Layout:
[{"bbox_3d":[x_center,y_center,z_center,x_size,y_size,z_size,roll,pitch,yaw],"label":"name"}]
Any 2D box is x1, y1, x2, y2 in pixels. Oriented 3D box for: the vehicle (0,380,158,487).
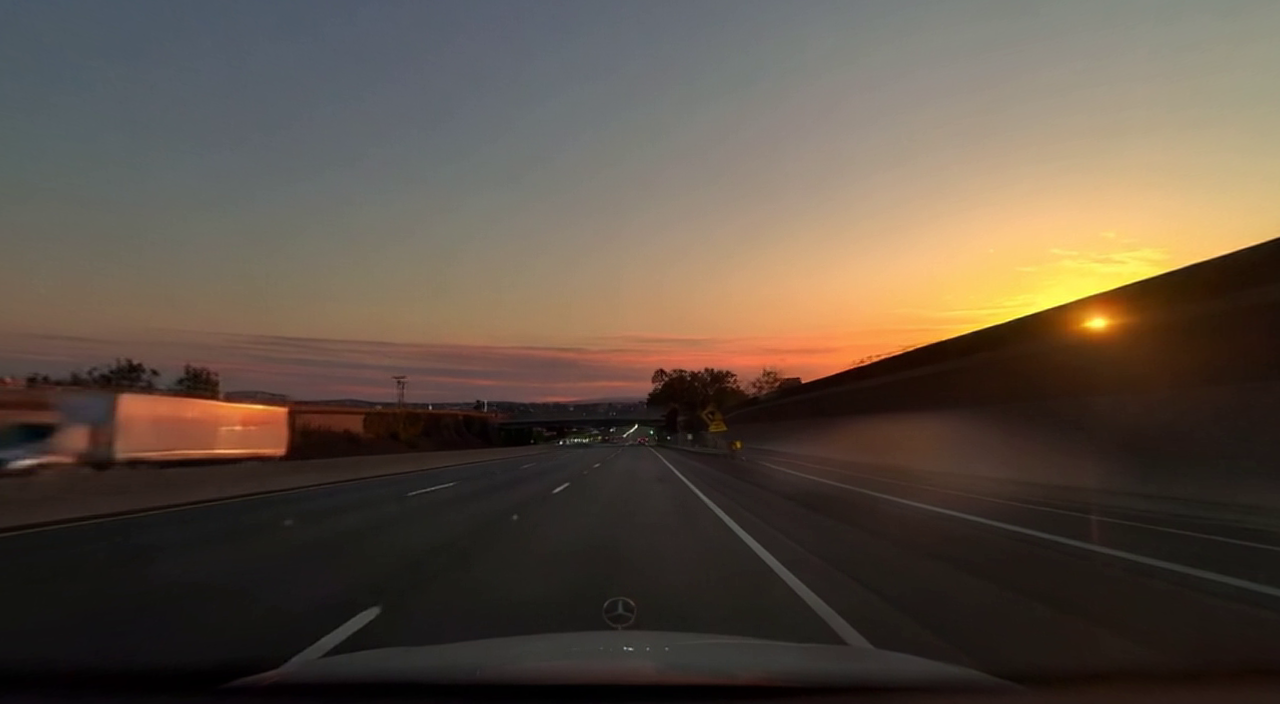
[{"bbox_3d":[-24.000,3.392,26.139,2.998,3.902,5.999,0,-8,0],"label":"vehicle"}]
